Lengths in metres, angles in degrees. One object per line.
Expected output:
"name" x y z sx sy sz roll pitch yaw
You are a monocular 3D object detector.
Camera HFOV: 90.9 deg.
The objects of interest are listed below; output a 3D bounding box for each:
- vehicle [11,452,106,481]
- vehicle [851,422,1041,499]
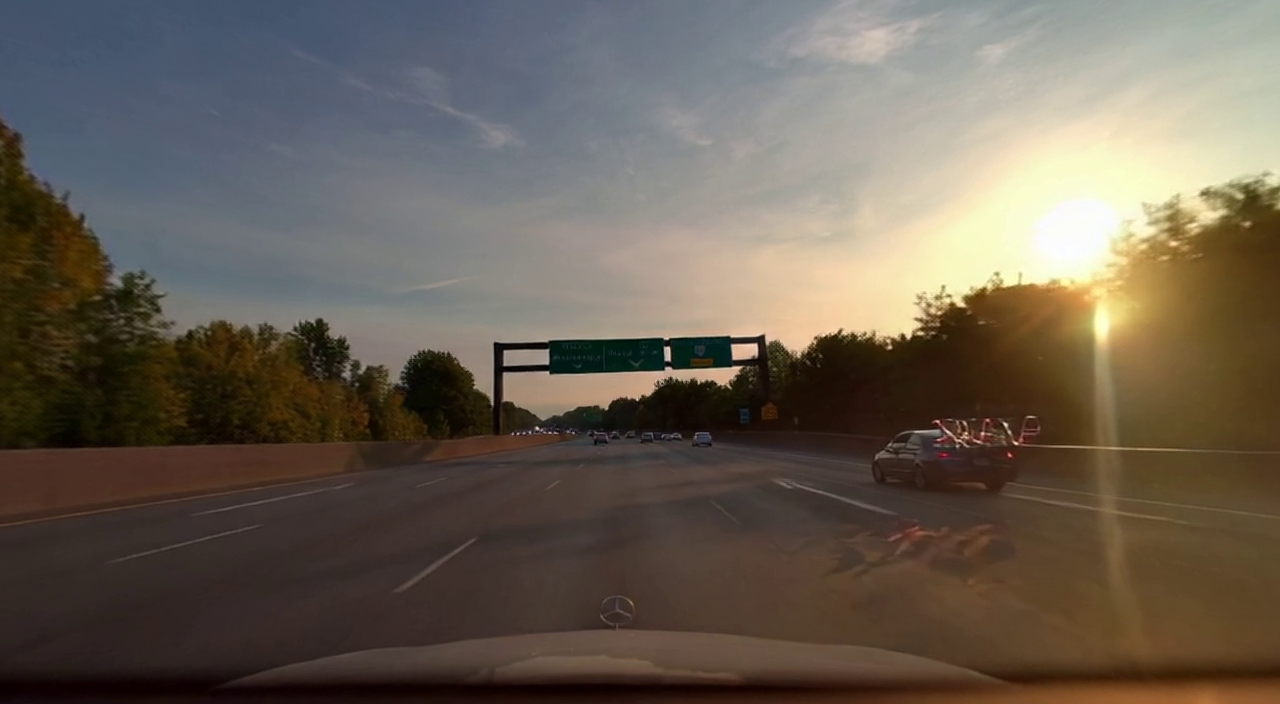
"vehicle" -36.094 7.096 39.292 1.897 1.560 4.672 1 -8 -7
"vehicle" 6.908 2.468 14.981 2.034 1.511 4.785 0 -7 -1
